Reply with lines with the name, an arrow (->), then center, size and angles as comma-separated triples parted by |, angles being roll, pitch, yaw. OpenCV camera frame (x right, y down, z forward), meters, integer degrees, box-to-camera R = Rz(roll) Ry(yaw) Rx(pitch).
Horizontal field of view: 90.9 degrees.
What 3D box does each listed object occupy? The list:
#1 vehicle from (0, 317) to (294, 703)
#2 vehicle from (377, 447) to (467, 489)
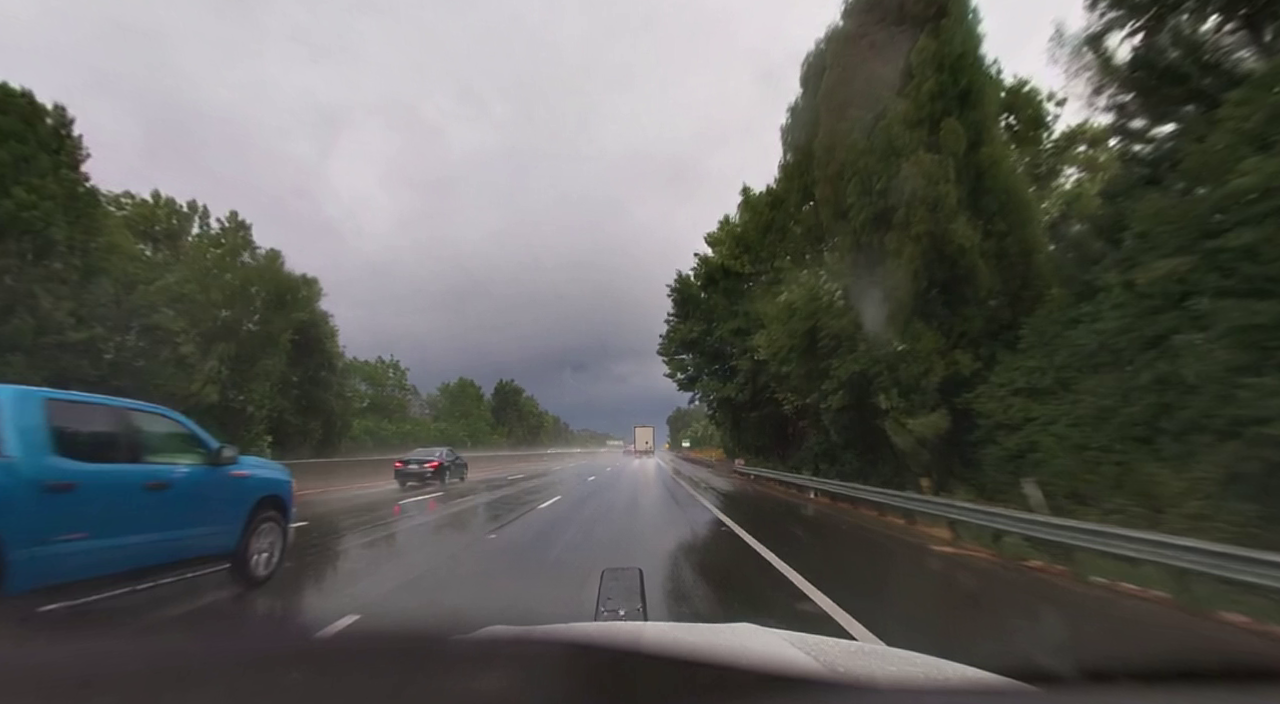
vehicle -> -4.127, 0.765, 2.841 | 2.124, 1.888, 5.226 | 0, -9, 0
vehicle -> -8.257, 4.419, 24.327 | 1.877, 1.433, 4.266 | -1, -9, 1
